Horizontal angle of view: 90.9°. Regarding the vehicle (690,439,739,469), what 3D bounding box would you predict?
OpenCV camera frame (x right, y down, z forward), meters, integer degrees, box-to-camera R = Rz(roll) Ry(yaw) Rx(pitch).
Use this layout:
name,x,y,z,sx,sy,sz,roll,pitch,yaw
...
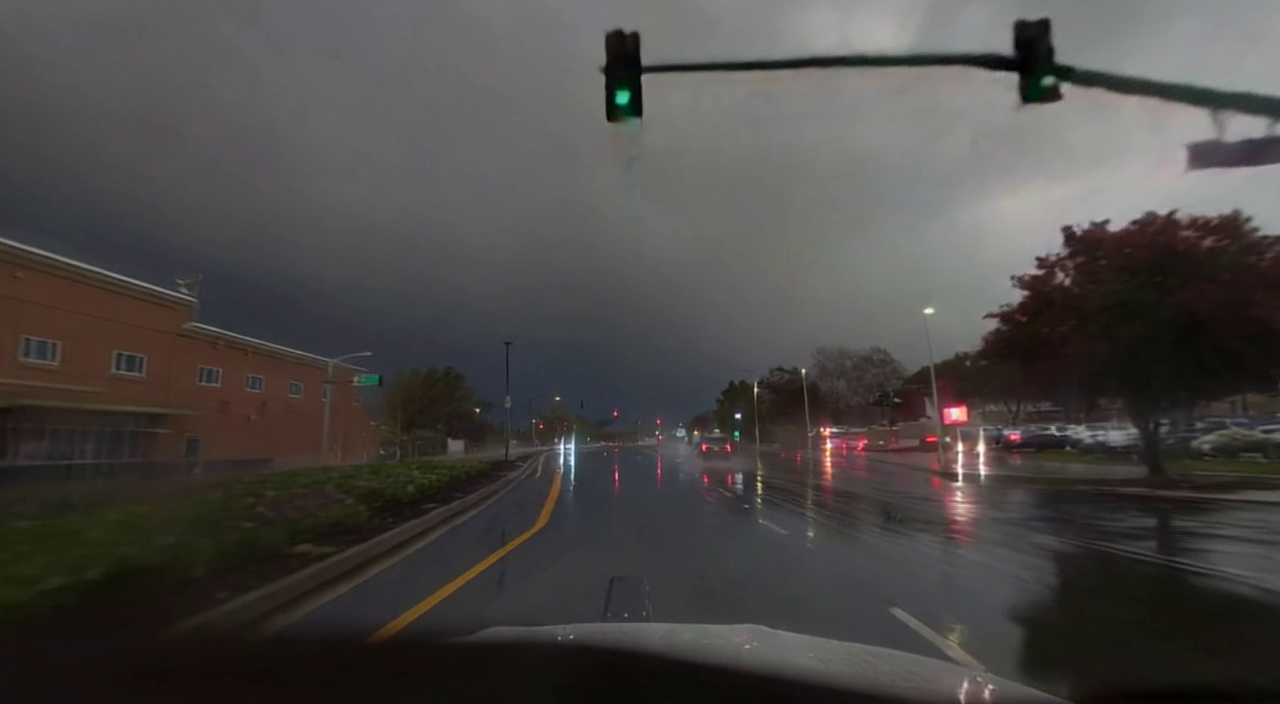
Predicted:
name,x,y,z,sx,sy,sz,roll,pitch,yaw
vehicle,3.972,5.527,34.291,2.038,1.528,4.259,0,-8,-1

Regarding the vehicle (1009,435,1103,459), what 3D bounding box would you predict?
name,x,y,z,sx,sy,sz,roll,pitch,yaw
vehicle,26.693,6.097,40.488,4.691,1.436,1.988,0,-8,-4

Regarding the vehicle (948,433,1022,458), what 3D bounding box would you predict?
name,x,y,z,sx,sy,sz,roll,pitch,yaw
vehicle,26.386,7.138,48.269,4.544,1.474,1.772,-4,-7,-5
